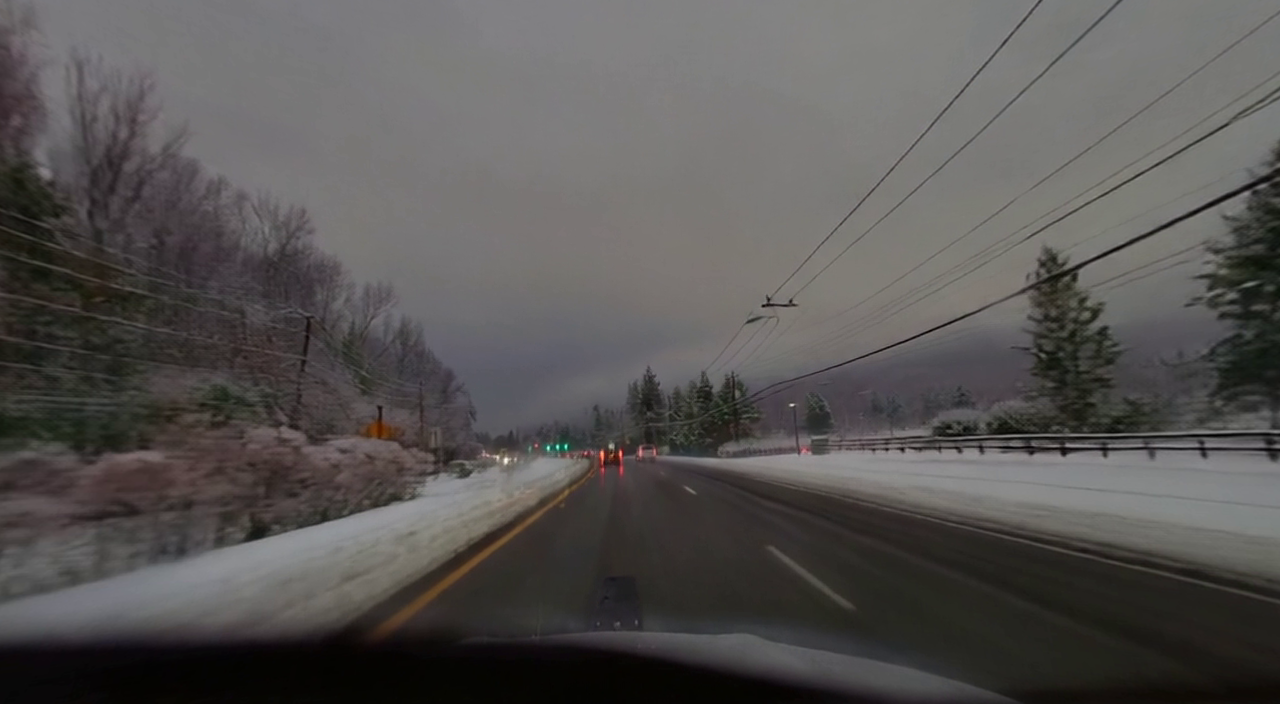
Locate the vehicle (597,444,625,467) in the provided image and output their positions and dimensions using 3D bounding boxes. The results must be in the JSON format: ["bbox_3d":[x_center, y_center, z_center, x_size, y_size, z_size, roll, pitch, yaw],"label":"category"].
[{"bbox_3d":[-2.227,7.757,47.571,2.005,1.633,4.044,0,-8,-4],"label":"vehicle"}]
